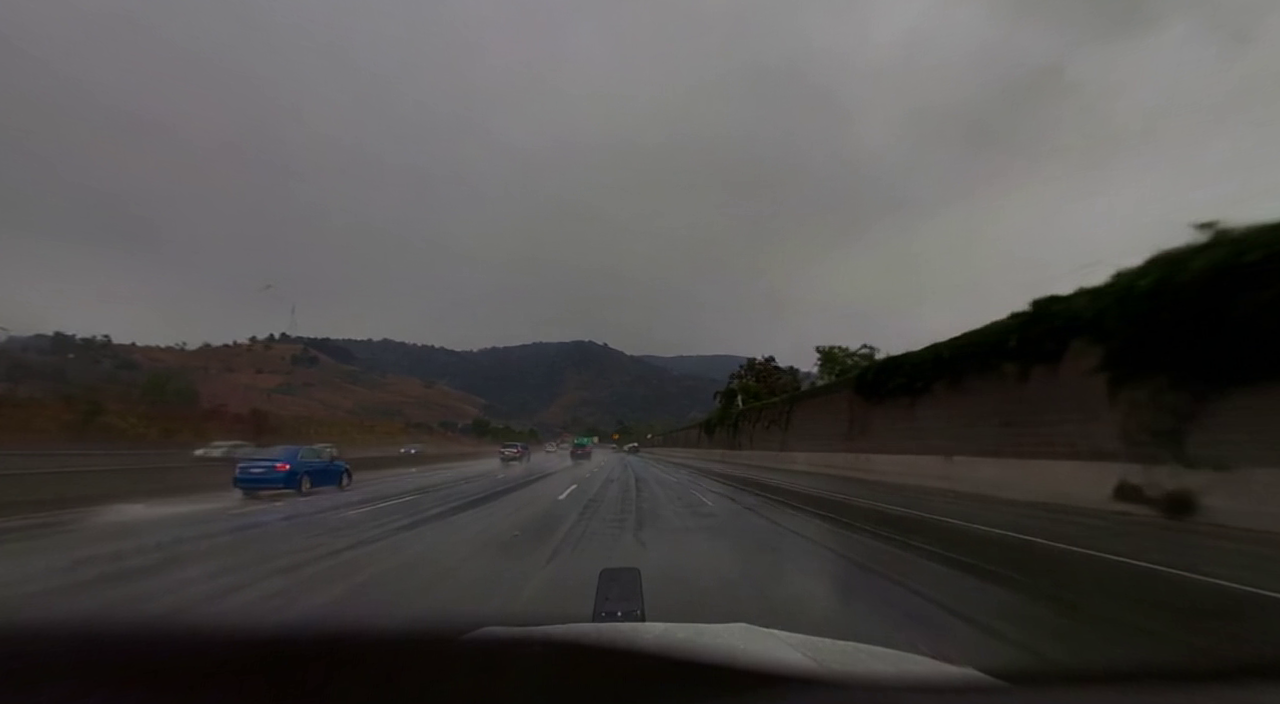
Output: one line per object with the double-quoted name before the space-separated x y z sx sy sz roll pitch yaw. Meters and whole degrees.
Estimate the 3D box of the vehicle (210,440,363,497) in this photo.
"vehicle" -10.401 3.444 19.112 1.949 1.475 4.740 0 -9 -1

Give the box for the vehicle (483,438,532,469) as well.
"vehicle" -8.015 6.224 38.765 2.074 1.768 4.805 0 -9 -2
